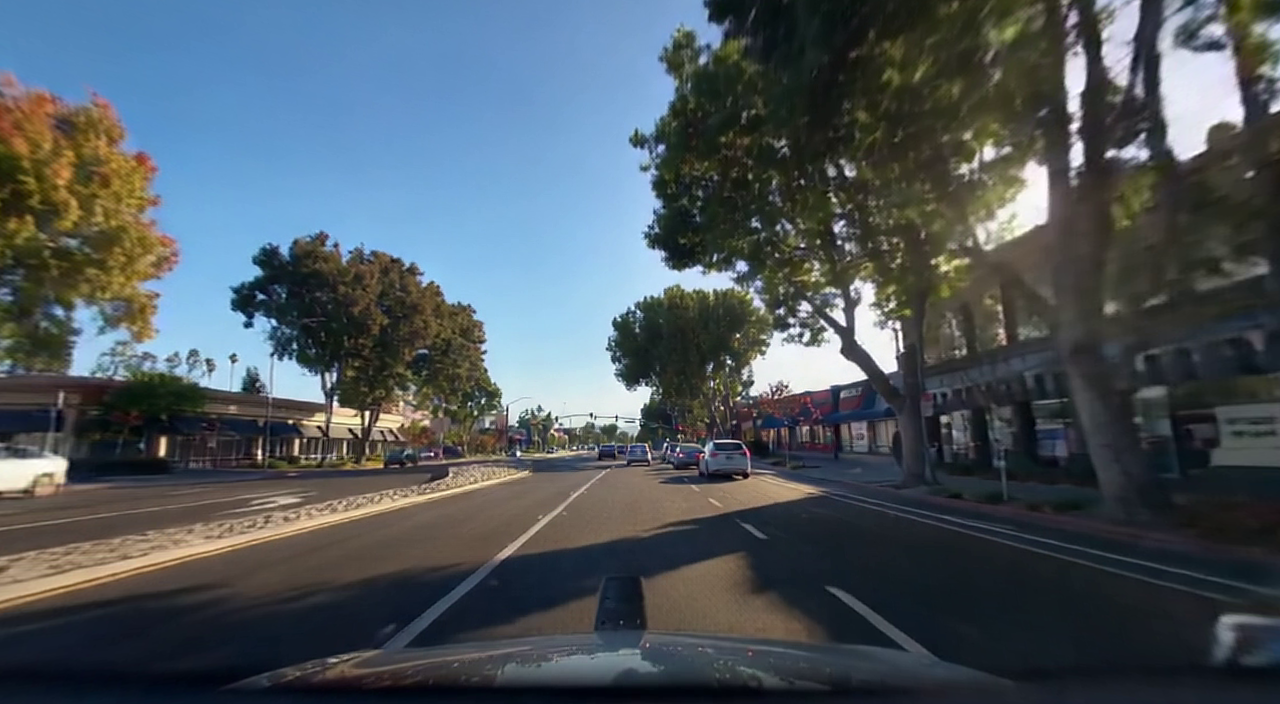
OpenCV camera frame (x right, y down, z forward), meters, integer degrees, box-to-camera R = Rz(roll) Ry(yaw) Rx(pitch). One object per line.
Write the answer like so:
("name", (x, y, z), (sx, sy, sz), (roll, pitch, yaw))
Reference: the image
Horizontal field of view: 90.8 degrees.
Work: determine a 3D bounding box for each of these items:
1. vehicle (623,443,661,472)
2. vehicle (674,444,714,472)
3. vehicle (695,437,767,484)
("vehicle", (0.090, 5.904, 35.670), (2.023, 1.532, 3.891), (0, -8, -1))
("vehicle", (3.029, 6.071, 36.422), (1.864, 1.484, 4.662), (0, -8, 0))
("vehicle", (3.439, 4.204, 24.717), (2.085, 1.668, 4.077), (0, -8, -1))
